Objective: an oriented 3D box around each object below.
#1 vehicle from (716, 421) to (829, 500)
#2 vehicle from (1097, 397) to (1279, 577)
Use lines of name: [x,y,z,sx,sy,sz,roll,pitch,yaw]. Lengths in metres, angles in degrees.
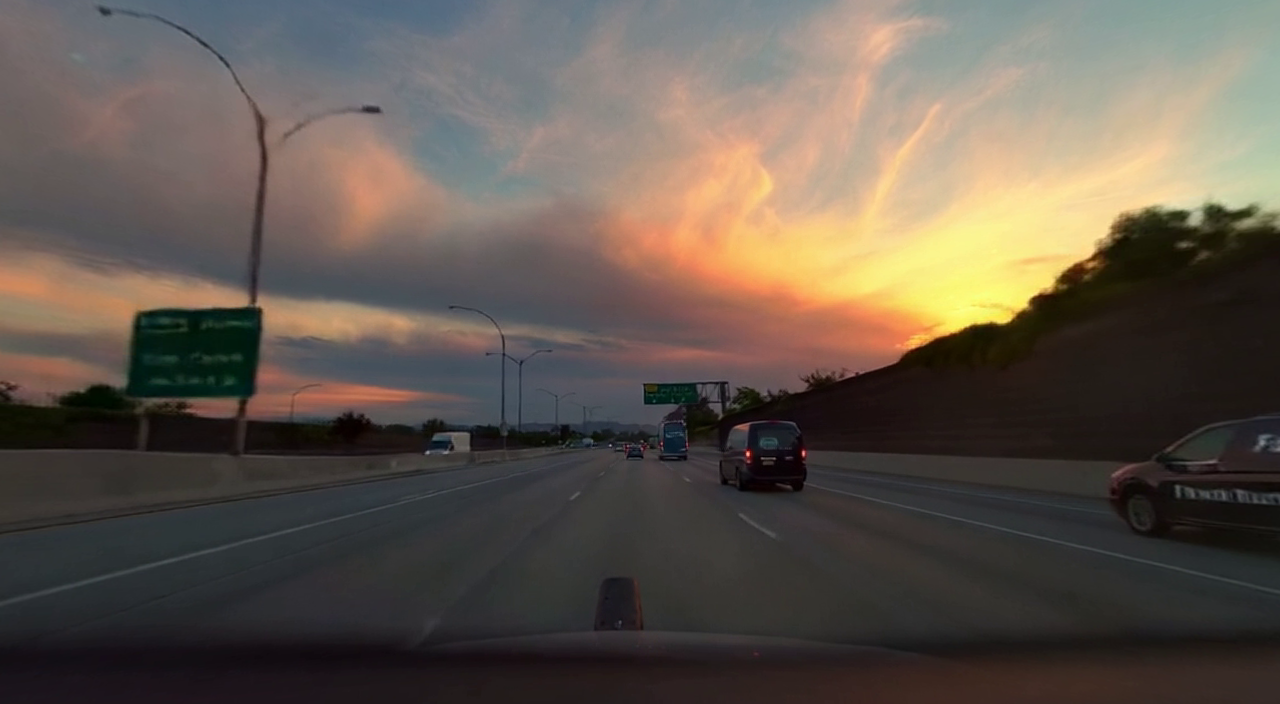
vehicle: [3.547,3.030,17.990,2.035,1.931,4.841,0,-9,-2]
vehicle: [7.588,1.350,6.307,2.266,1.799,4.947,0,-9,-1]
